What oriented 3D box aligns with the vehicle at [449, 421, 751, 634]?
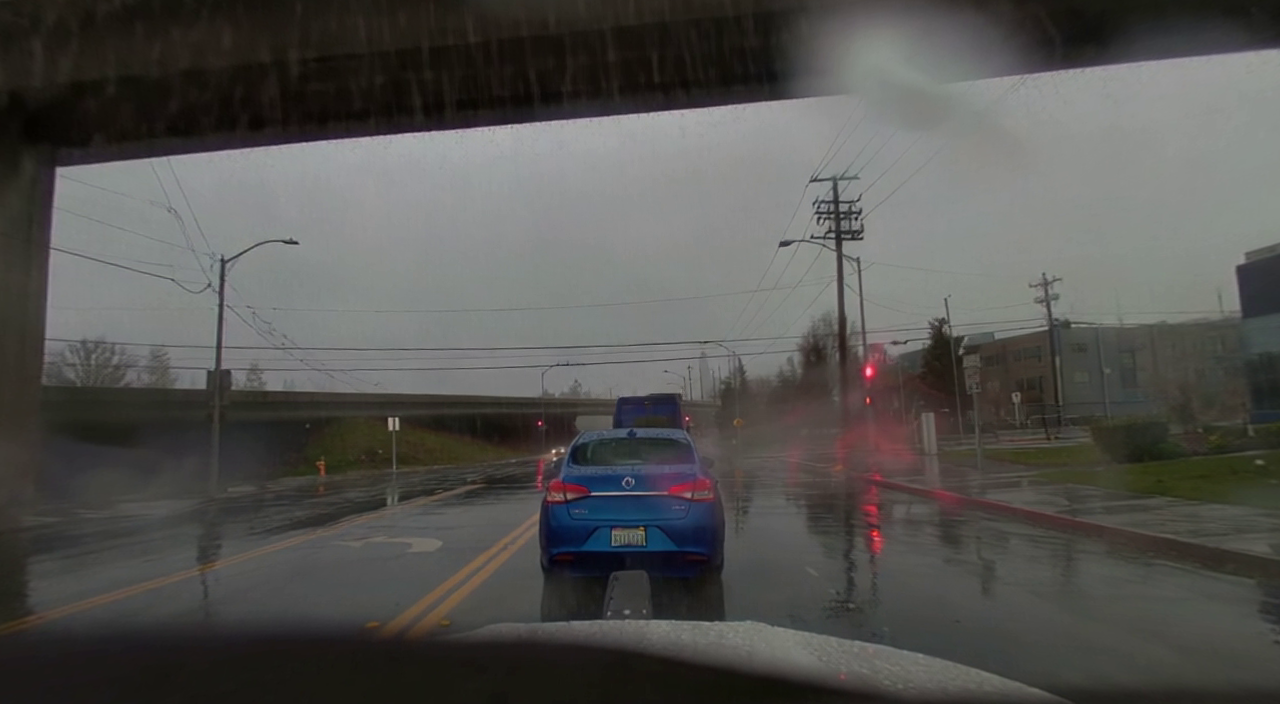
[{"bbox_3d":[-0.242,1.527,6.463,2.090,1.458,4.033,-1,-9,1],"label":"vehicle"}]
